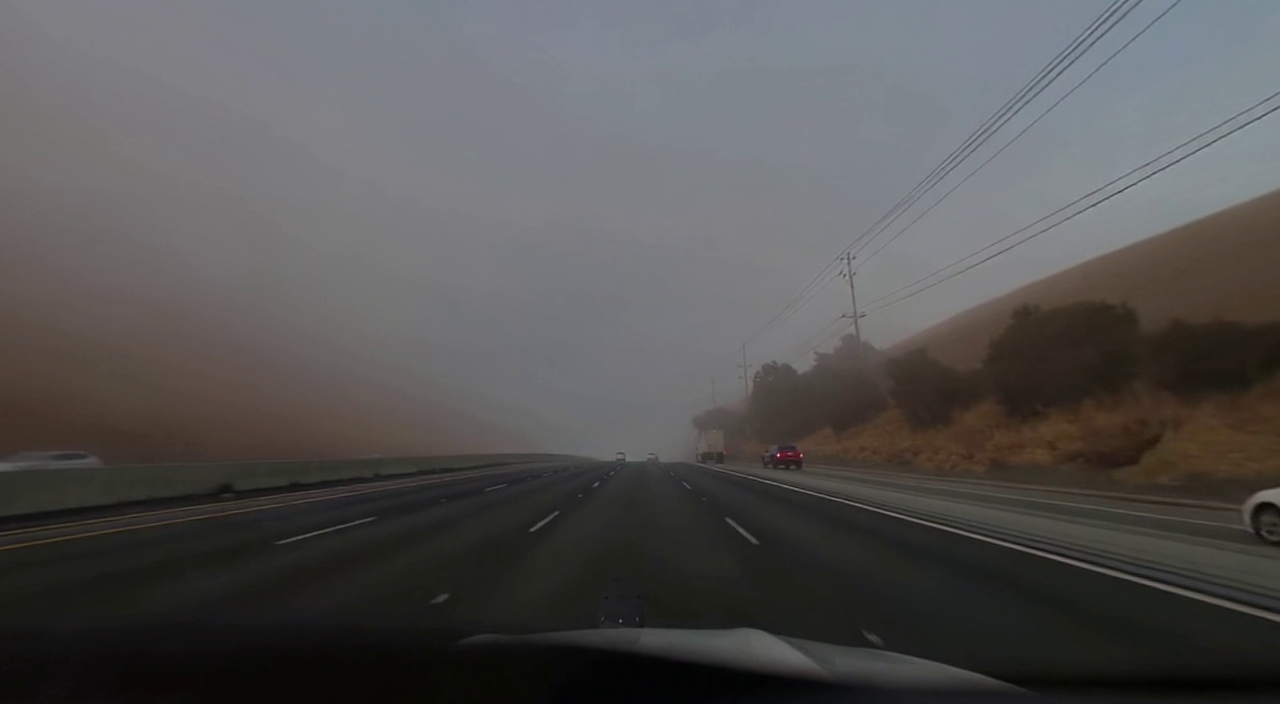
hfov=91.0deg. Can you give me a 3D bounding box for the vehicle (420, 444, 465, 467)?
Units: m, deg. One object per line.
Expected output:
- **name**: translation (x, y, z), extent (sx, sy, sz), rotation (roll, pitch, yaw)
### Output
- **vehicle**: translation (-14.648, 7.681, 46.970), extent (1.871, 1.589, 4.446), rotation (0, -9, 1)

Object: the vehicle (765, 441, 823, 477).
- **vehicle**: translation (8.543, 5.964, 35.317), extent (2.108, 1.870, 4.435), rotation (0, -9, -1)
